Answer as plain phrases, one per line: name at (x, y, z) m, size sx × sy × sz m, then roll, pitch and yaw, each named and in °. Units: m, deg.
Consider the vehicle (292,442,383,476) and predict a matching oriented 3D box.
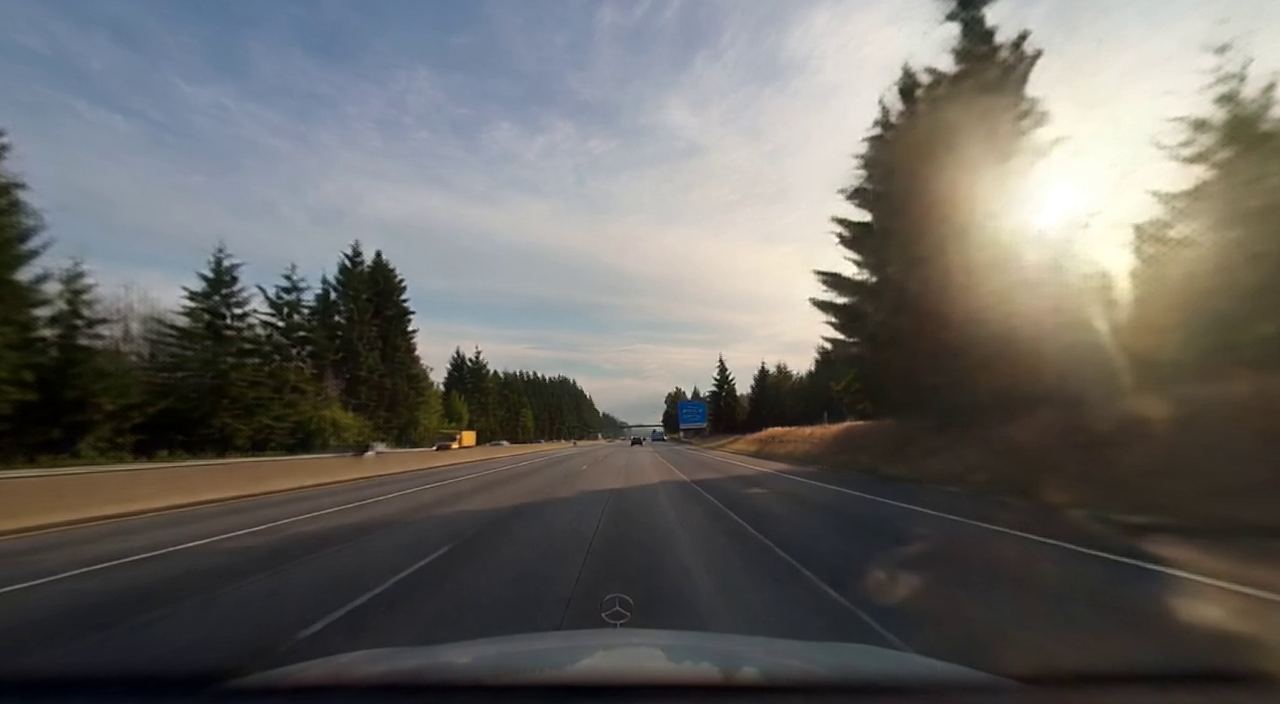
vehicle at (-14.066, 4.976, 29.569) m, size 1.907 × 1.420 × 4.666 m, roll 0°, pitch -8°, yaw 0°
